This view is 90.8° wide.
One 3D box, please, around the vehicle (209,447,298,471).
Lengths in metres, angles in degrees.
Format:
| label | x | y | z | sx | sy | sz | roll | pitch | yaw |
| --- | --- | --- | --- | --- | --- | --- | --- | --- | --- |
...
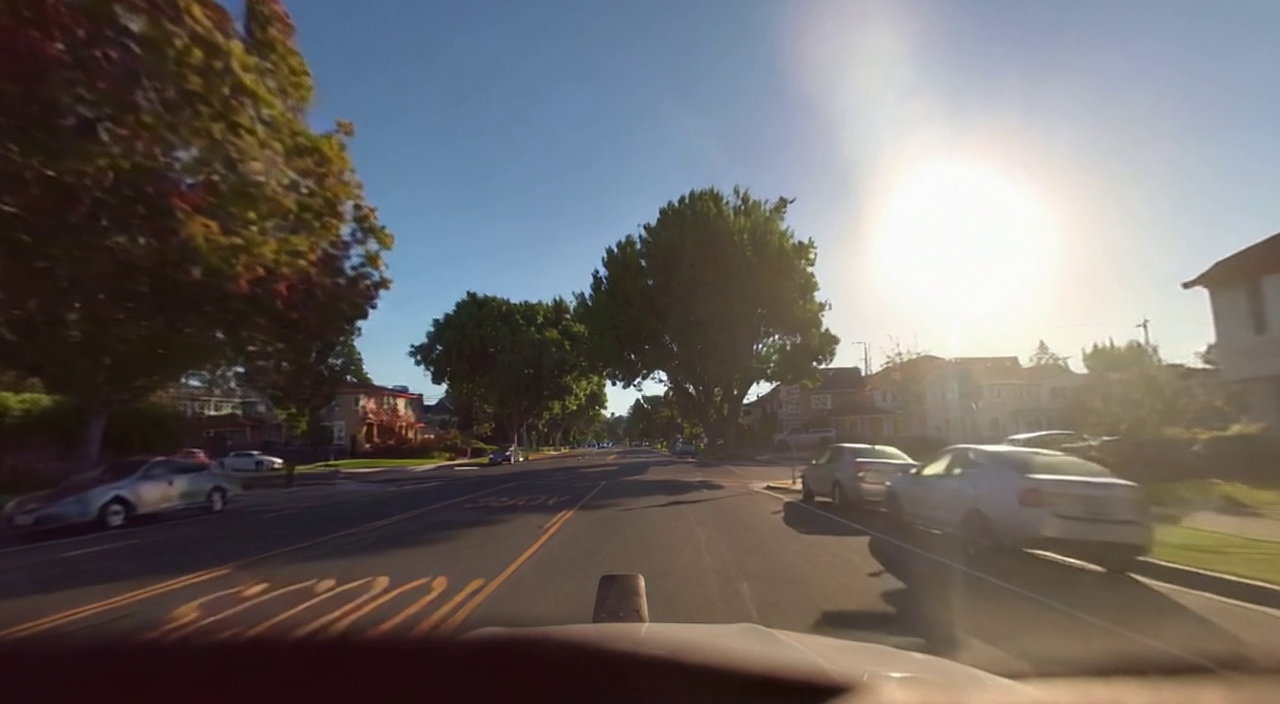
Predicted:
| label | x | y | z | sx | sy | sz | roll | pitch | yaw |
| --- | --- | --- | --- | --- | --- | --- | --- | --- | --- |
| vehicle | -24.466 | 6.770 | 40.120 | 4.197 | 1.431 | 2.165 | 0 | -8 | 0 |

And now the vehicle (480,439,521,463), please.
| label | x | y | z | sx | sy | sz | roll | pitch | yaw |
| --- | --- | --- | --- | --- | --- | --- | --- | --- | --- |
| vehicle | -10.916 | 7.776 | 49.748 | 2.037 | 1.755 | 4.434 | 0 | -8 | 2 |

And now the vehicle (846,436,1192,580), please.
| label | x | y | z | sx | sy | sz | roll | pitch | yaw |
| --- | --- | --- | --- | --- | --- | --- | --- | --- | --- |
| vehicle | 4.695 | 1.955 | 8.889 | 2.196 | 1.472 | 4.426 | 0 | -8 | 1 |

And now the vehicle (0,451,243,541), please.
| label | x | y | z | sx | sy | sz | roll | pitch | yaw |
| --- | --- | --- | --- | --- | --- | --- | --- | --- | --- |
| vehicle | -10.845 | 2.857 | 13.258 | 1.949 | 1.457 | 4.581 | 0 | -8 | 1 |
